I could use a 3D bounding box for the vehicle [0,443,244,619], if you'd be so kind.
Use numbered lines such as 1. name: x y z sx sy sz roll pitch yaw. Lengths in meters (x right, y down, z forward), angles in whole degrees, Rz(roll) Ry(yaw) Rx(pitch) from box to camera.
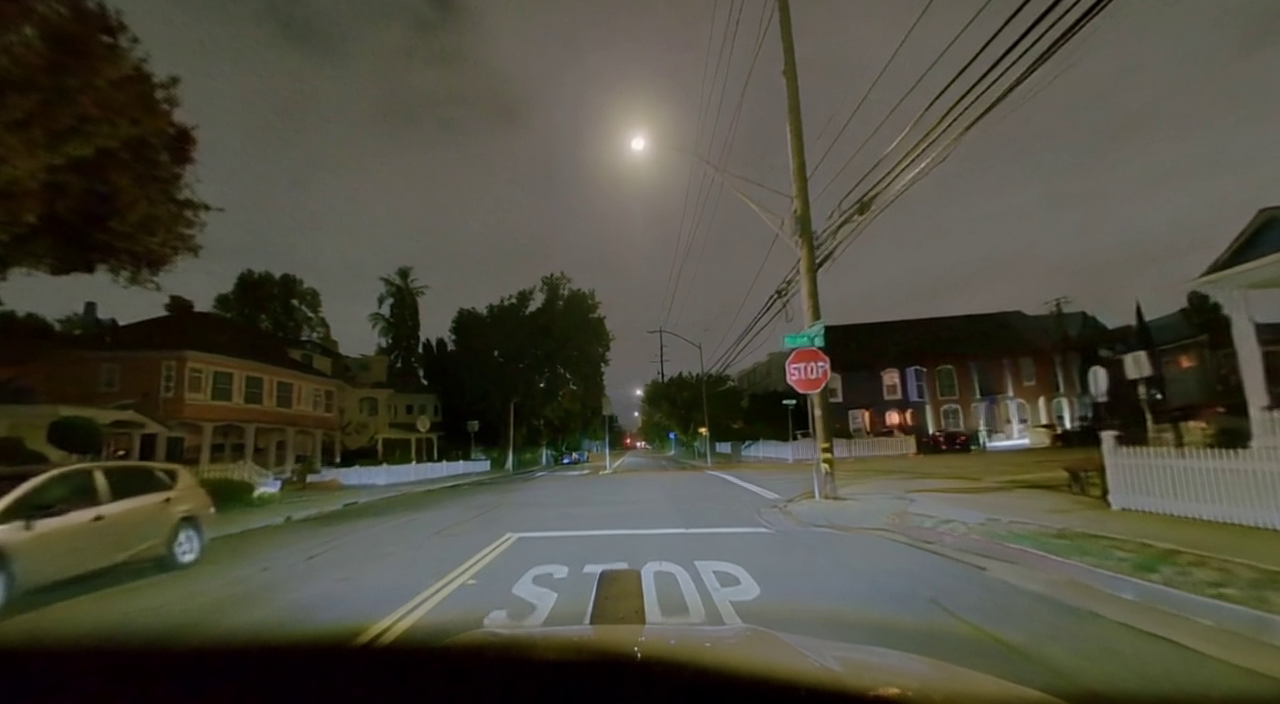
1. vehicle: -6.752 1.900 7.088 2.026 1.560 4.062 -5 -9 0

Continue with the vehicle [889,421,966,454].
1. vehicle: 15.578 4.685 34.502 2.025 1.689 4.342 0 -9 -2

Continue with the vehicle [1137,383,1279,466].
1. vehicle: 16.633 1.862 16.076 6.022 1.953 2.250 0 -9 -1

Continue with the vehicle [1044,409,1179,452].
1. vehicle: 21.129 3.576 28.460 4.466 1.769 2.033 1 -8 -1

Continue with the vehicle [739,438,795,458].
1. vehicle: 9.948 7.550 49.824 4.019 1.533 1.769 0 -9 0
